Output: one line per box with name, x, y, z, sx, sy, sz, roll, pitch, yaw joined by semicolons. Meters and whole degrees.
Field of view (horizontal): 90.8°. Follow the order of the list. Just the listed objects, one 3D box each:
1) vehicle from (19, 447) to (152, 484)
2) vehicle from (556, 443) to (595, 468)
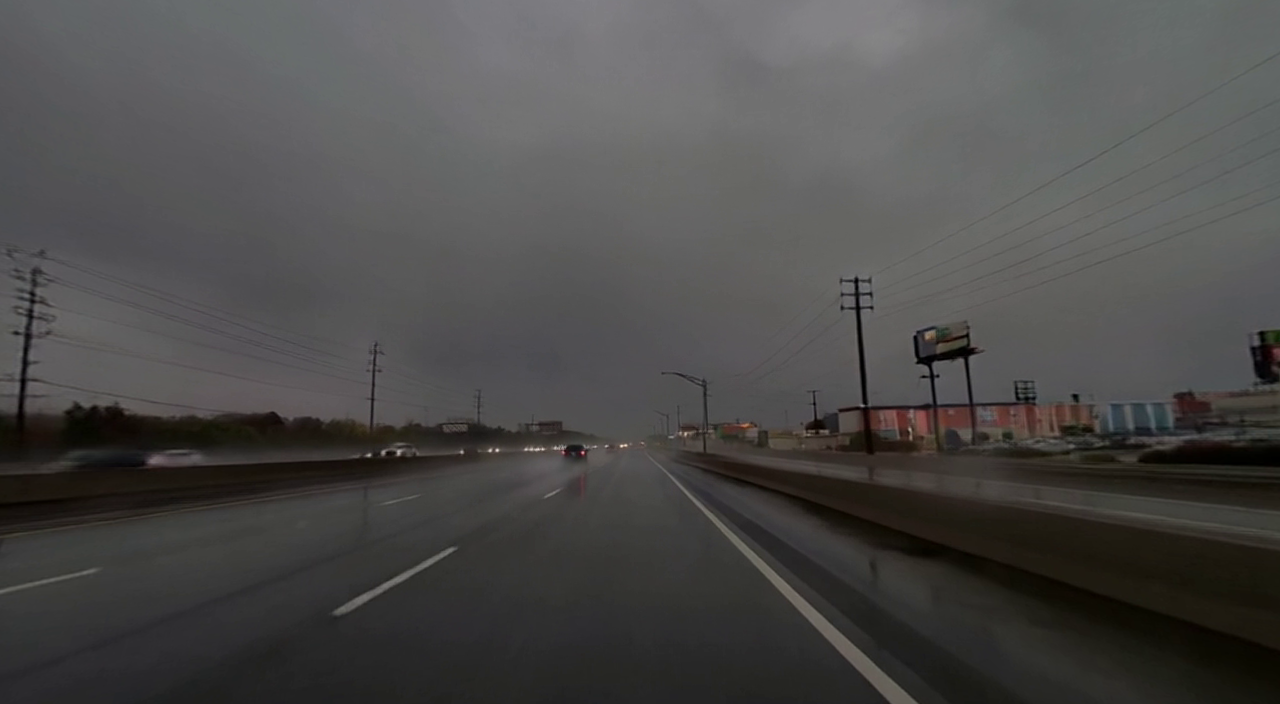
vehicle;-25.183;5.129;28.967;1.881;1.525;4.594;0;-8;0
vehicle;-4.030;6.555;40.120;1.940;1.479;4.545;0;-8;1
